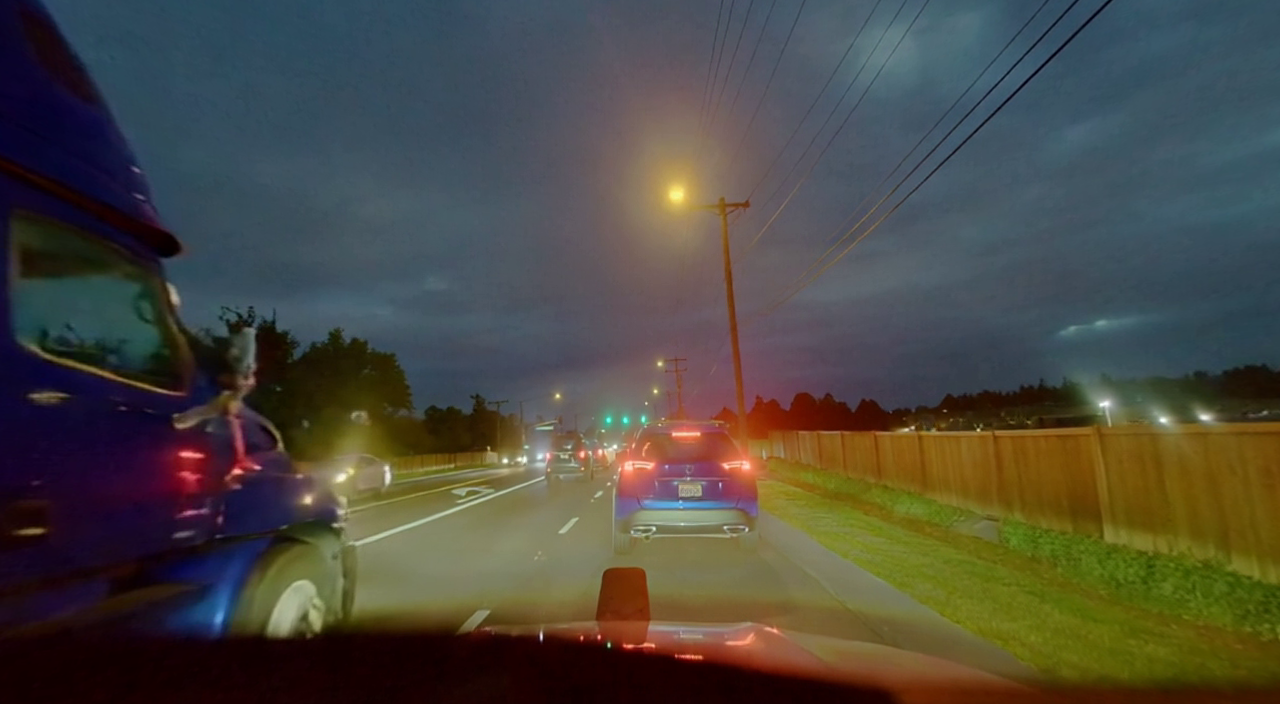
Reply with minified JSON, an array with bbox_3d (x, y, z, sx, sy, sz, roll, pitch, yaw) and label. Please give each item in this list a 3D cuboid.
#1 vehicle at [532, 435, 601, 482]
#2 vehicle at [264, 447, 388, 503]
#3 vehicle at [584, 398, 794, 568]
[{"bbox_3d":[-2.718,4.075,24.302,2.037,1.639,4.213,0,-9,2],"label":"vehicle"},{"bbox_3d":[-11.820,4.623,24.256,2.187,1.863,5.152,-1,-9,-1],"label":"vehicle"},{"bbox_3d":[0.485,1.673,8.692,2.174,1.749,4.113,0,-9,-1],"label":"vehicle"}]
